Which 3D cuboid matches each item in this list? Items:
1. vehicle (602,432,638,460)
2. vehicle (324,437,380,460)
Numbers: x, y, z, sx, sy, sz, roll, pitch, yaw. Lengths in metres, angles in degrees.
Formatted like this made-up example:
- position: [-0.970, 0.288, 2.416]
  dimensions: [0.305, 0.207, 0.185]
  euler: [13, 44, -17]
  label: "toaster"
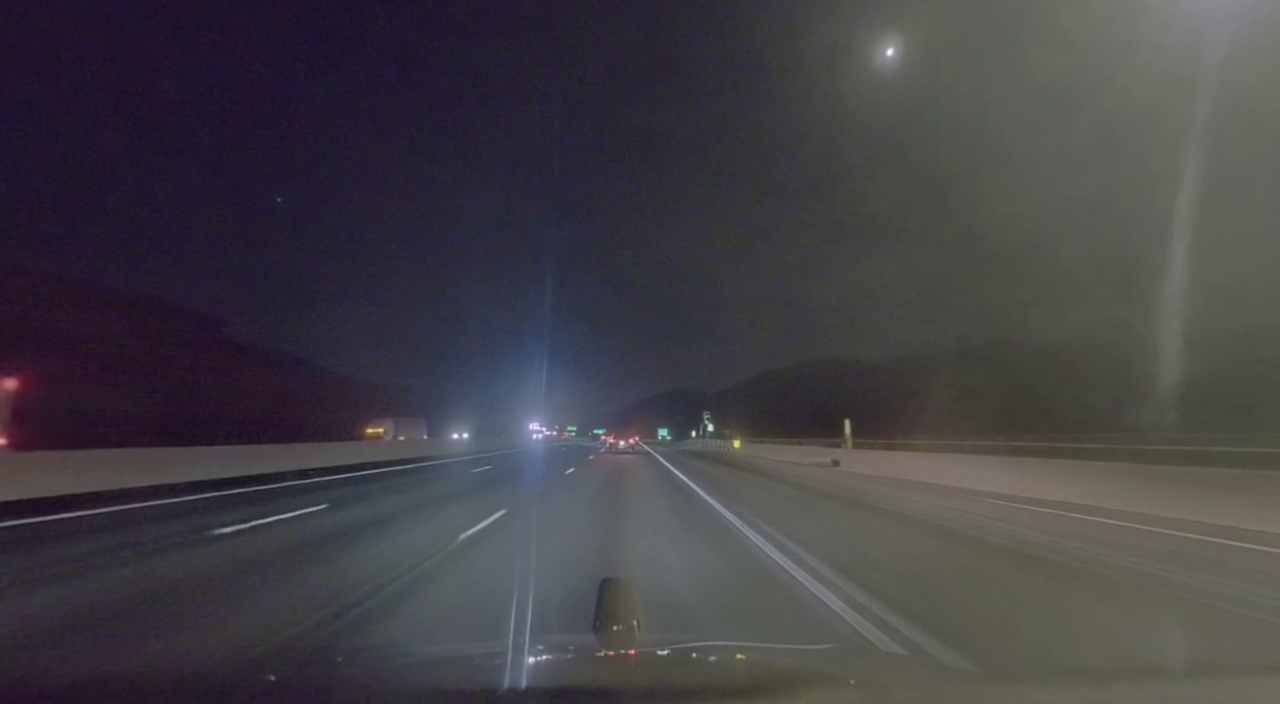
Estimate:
- position: [-1.130, 5.305, 35.687]
  dimensions: [1.948, 1.470, 3.913]
  euler: [0, -8, -2]
  label: "vehicle"
- position: [-20.303, 6.802, 44.543]
  dimensions: [1.900, 1.509, 4.555]
  euler: [0, -8, -2]
  label: "vehicle"
